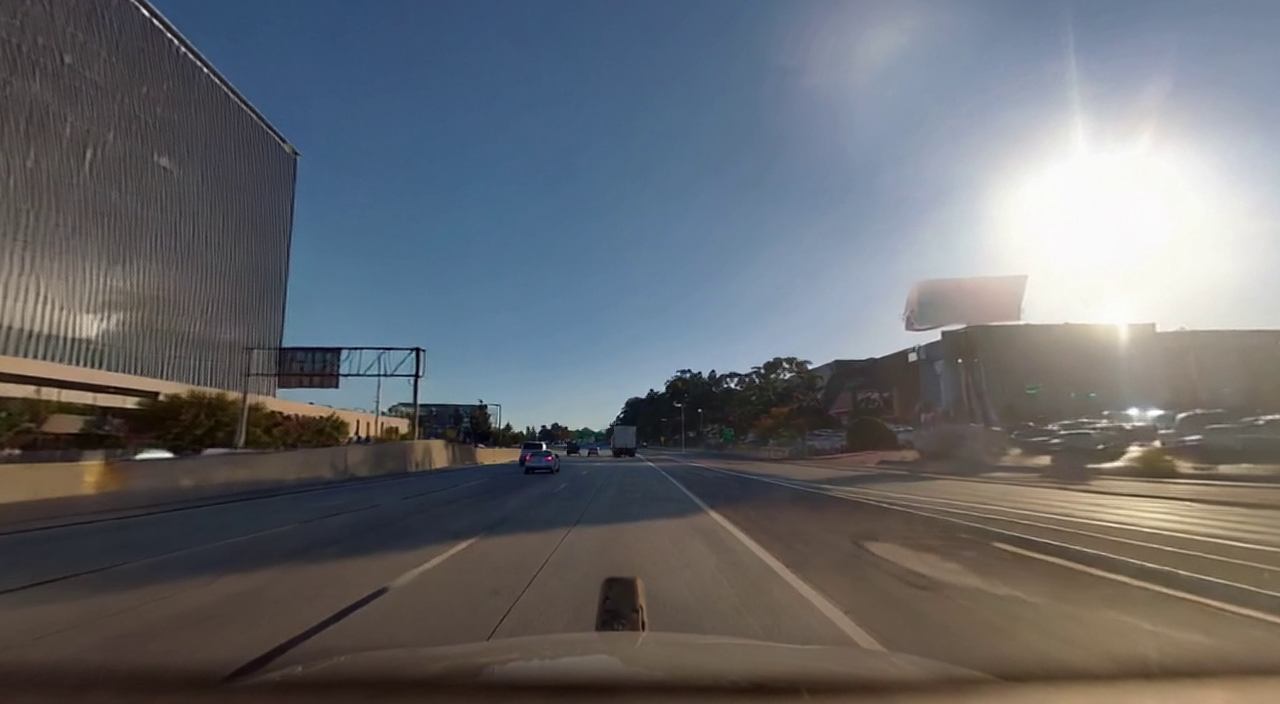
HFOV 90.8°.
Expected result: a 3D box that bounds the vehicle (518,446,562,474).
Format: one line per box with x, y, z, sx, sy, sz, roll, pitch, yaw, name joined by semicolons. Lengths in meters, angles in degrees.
-5.815;6.313;37.014;1.943;1.510;4.201;0;-9;-1;vehicle
